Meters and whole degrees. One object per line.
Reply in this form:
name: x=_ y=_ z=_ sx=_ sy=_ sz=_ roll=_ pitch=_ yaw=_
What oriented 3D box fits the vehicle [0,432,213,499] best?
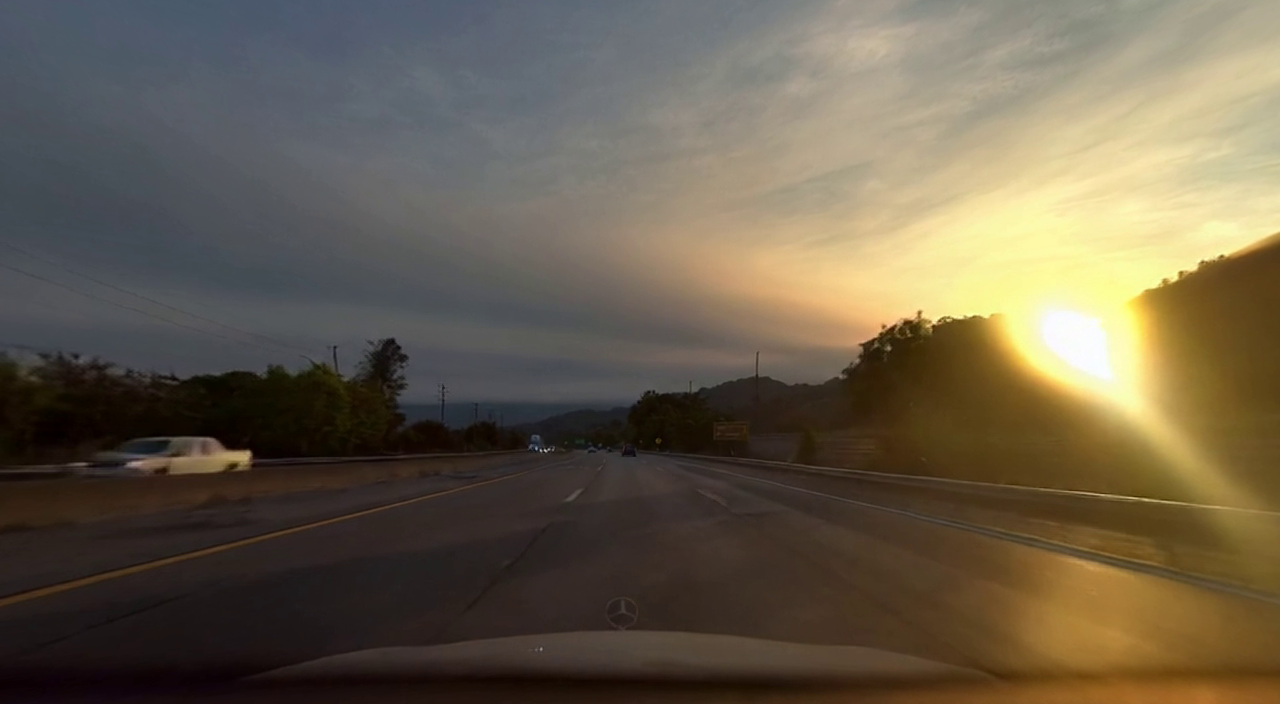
vehicle: x=-16.900 y=3.595 z=20.397 sx=2.035 sy=1.830 sz=5.817 roll=0 pitch=-9 yaw=-1
